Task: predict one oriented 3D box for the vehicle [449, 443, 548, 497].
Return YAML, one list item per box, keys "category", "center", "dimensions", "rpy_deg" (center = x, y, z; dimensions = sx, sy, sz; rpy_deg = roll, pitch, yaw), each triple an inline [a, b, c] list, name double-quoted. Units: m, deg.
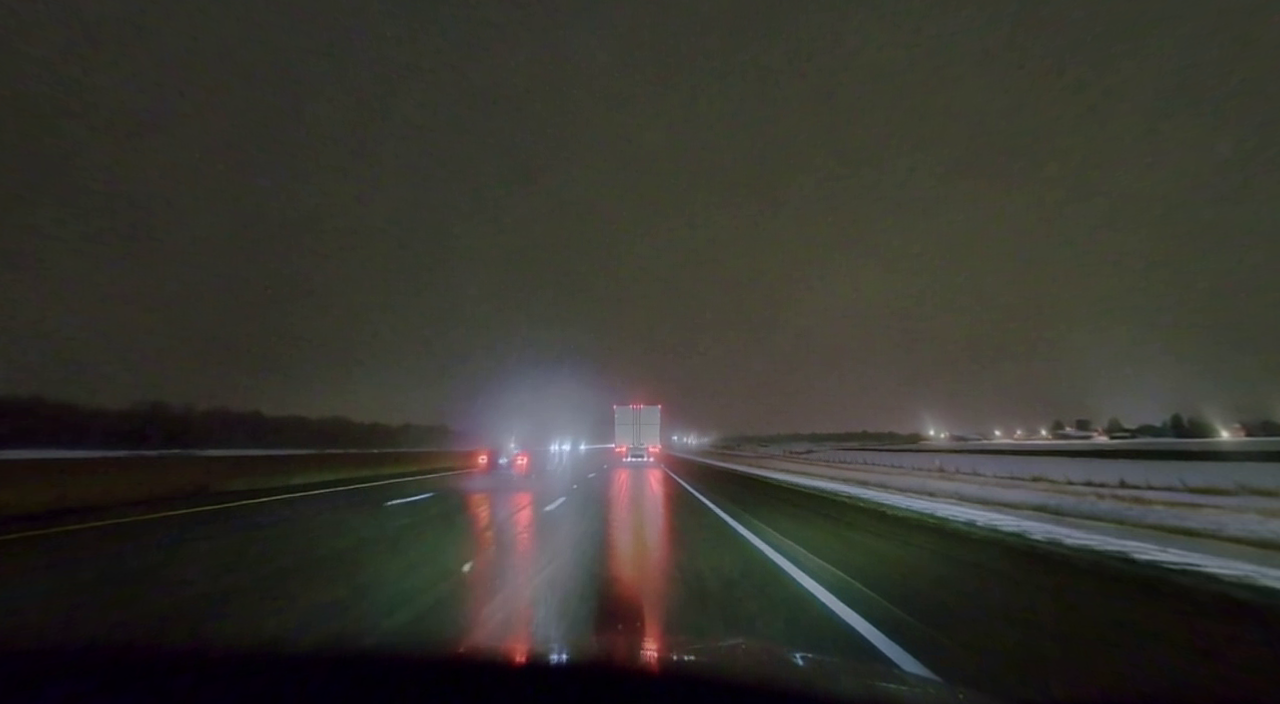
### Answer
- category: "vehicle"
  center: [-4.257, 3.638, 19.893]
  dimensions: [1.892, 1.471, 5.047]
  rpy_deg: [0, -9, 1]
